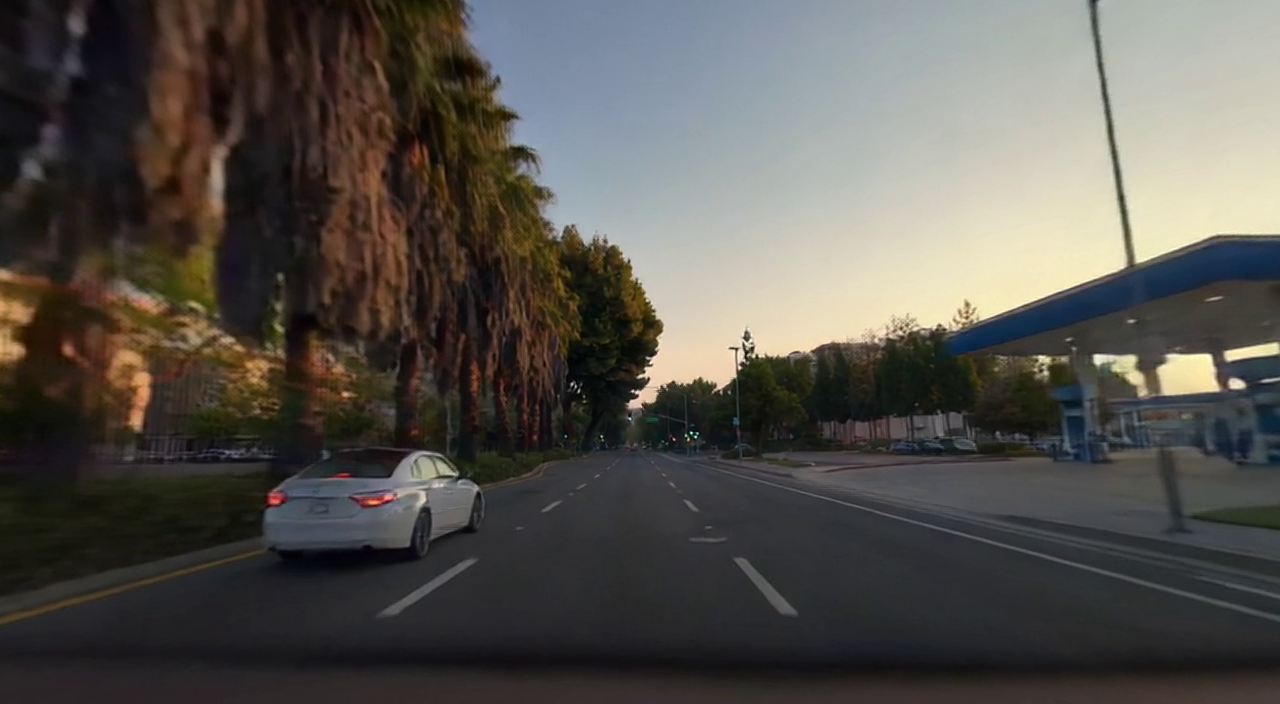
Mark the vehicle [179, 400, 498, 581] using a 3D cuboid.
[{"bbox_3d":[-3.456,1.686,8.458,2.011,1.756,4.478,0,-9,0],"label":"vehicle"}]
